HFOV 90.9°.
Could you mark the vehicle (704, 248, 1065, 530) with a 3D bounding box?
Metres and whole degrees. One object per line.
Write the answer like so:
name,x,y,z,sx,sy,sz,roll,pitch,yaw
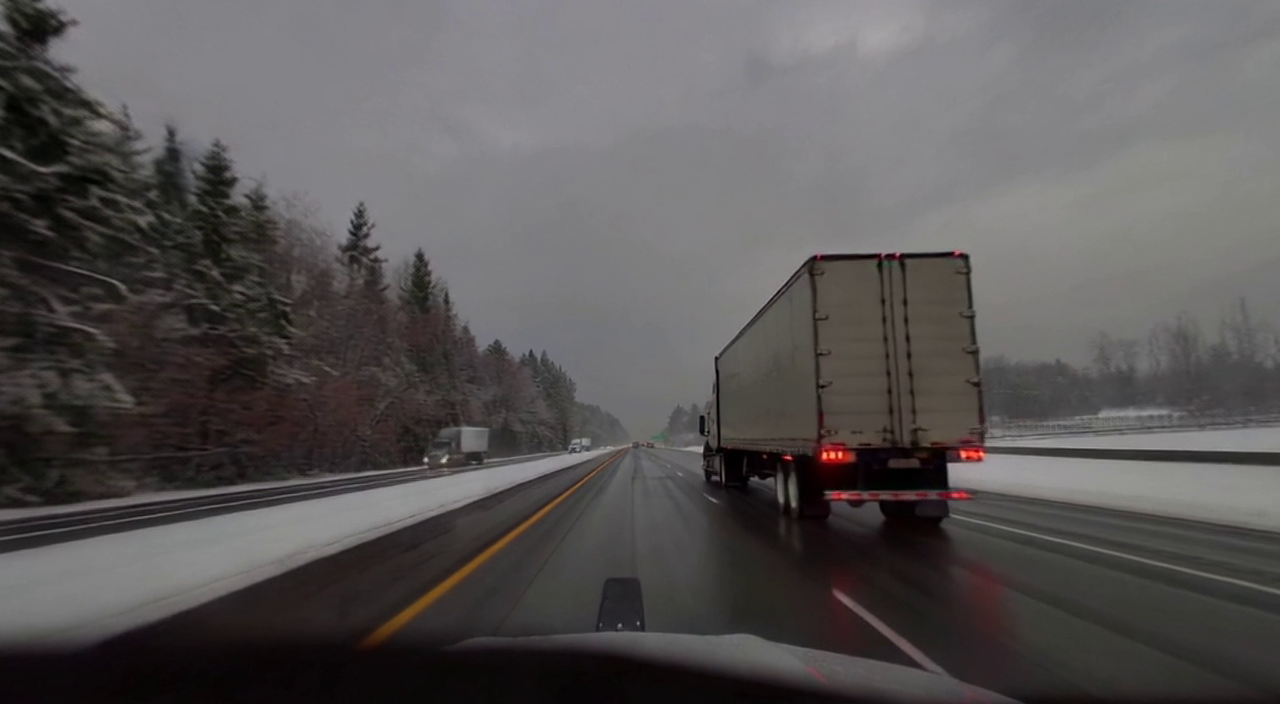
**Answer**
vehicle,4.237,1.545,16.450,3.357,4.101,14.659,0,-8,-1
